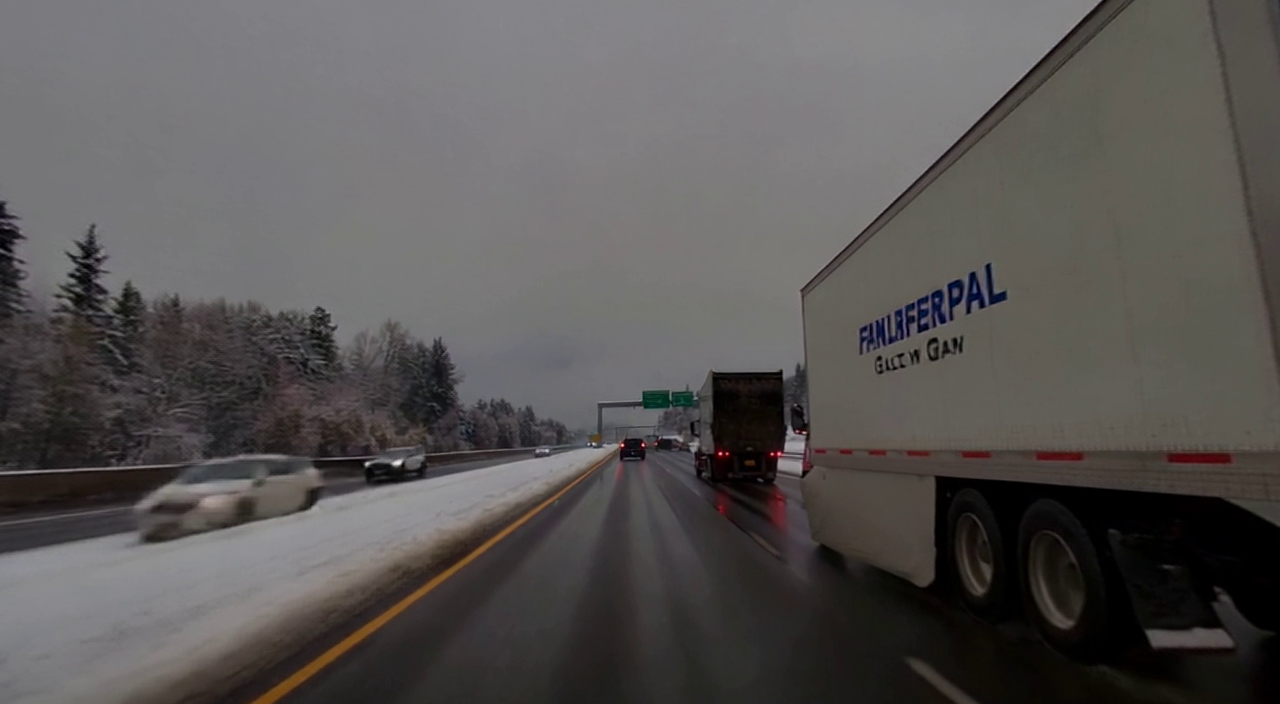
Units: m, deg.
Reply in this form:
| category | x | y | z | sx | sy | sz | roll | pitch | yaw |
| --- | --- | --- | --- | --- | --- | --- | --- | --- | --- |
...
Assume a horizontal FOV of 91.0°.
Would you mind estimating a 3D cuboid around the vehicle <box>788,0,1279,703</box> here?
| category | x | y | z | sx | sy | sz | roll | pitch | yaw |
| --- | --- | --- | --- | --- | --- | --- | --- | --- | --- |
| vehicle | 4.237 | 0.232 | 6.796 | 2.853 | 4.086 | 9.078 | 0 | -8 | -1 |

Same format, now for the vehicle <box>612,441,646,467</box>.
| category | x | y | z | sx | sy | sz | roll | pitch | yaw |
| --- | --- | --- | --- | --- | --- | --- | --- | --- | --- |
| vehicle | -0.661 | 6.068 | 37.662 | 1.943 | 1.491 | 3.459 | 0 | -8 | -1 |

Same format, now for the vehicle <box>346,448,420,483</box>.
| category | x | y | z | sx | sy | sz | roll | pitch | yaw |
| --- | --- | --- | --- | --- | --- | --- | --- | --- | --- |
| vehicle | -12.442 | 5.488 | 30.697 | 1.995 | 1.524 | 3.877 | -1 | -8 | -1 |

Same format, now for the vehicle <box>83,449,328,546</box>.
| category | x | y | z | sx | sy | sz | roll | pitch | yaw |
| --- | --- | --- | --- | --- | --- | --- | --- | --- | --- |
| vehicle | -8.376 | 2.776 | 12.731 | 1.986 | 1.522 | 4.181 | -1 | -8 | -1 |
